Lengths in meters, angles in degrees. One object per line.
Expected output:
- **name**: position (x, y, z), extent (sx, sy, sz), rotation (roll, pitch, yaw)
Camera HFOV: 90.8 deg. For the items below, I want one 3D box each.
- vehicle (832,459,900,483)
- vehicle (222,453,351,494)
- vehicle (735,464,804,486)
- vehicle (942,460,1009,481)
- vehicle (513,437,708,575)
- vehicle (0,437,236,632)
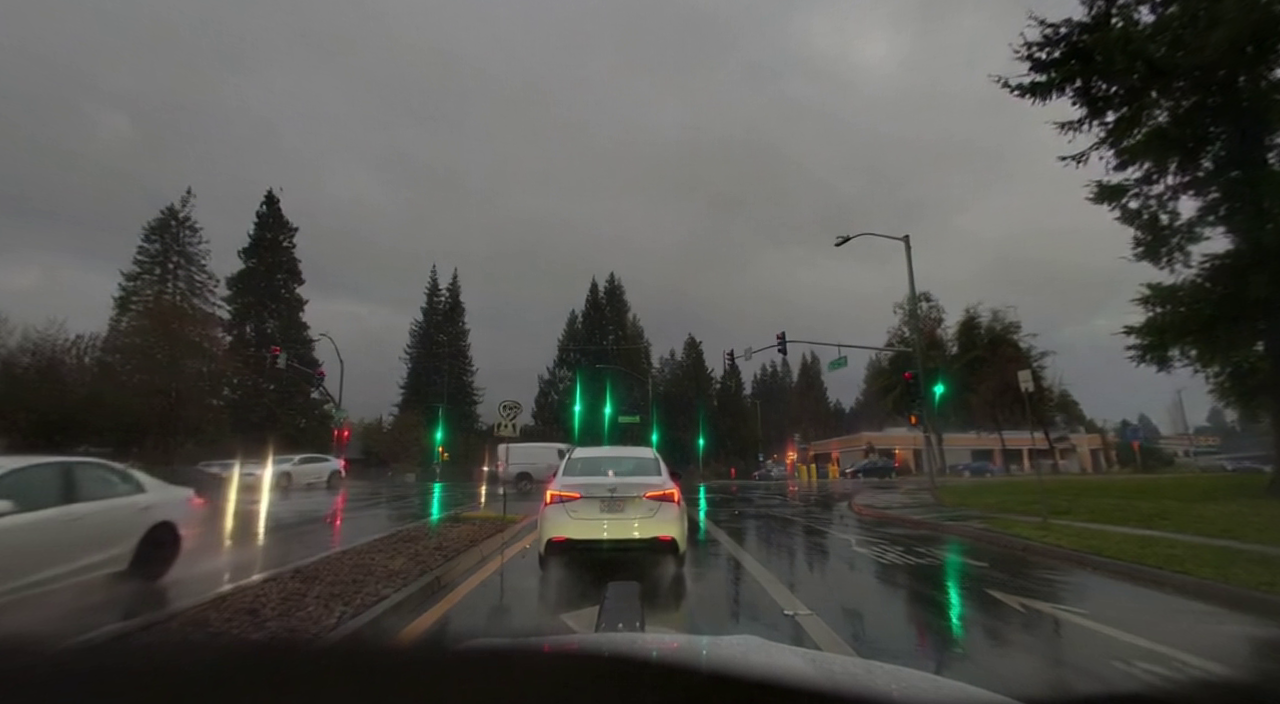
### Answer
- **vehicle**: position (16.469, 8.672, 46.152), extent (4.337, 1.637, 1.860), rotation (2, -9, -16)
- **vehicle**: position (-18.533, 6.359, 33.263), extent (5.500, 2.012, 2.201), rotation (-1, -9, 5)
- **vehicle**: position (9.046, 8.581, 44.147), extent (4.254, 1.359, 1.895), rotation (2, -9, -16)
- **vehicle**: position (25.937, 9.149, 48.853), extent (4.358, 1.471, 1.875), rotation (2, -9, -16)
- **vehicle**: position (-0.367, 1.996, 9.069), extent (2.112, 1.479, 4.264), rotation (0, -9, -1)
- **vehicle**: position (-6.198, 1.582, 5.868), extent (2.078, 1.534, 4.646), rotation (1, -9, -4)
